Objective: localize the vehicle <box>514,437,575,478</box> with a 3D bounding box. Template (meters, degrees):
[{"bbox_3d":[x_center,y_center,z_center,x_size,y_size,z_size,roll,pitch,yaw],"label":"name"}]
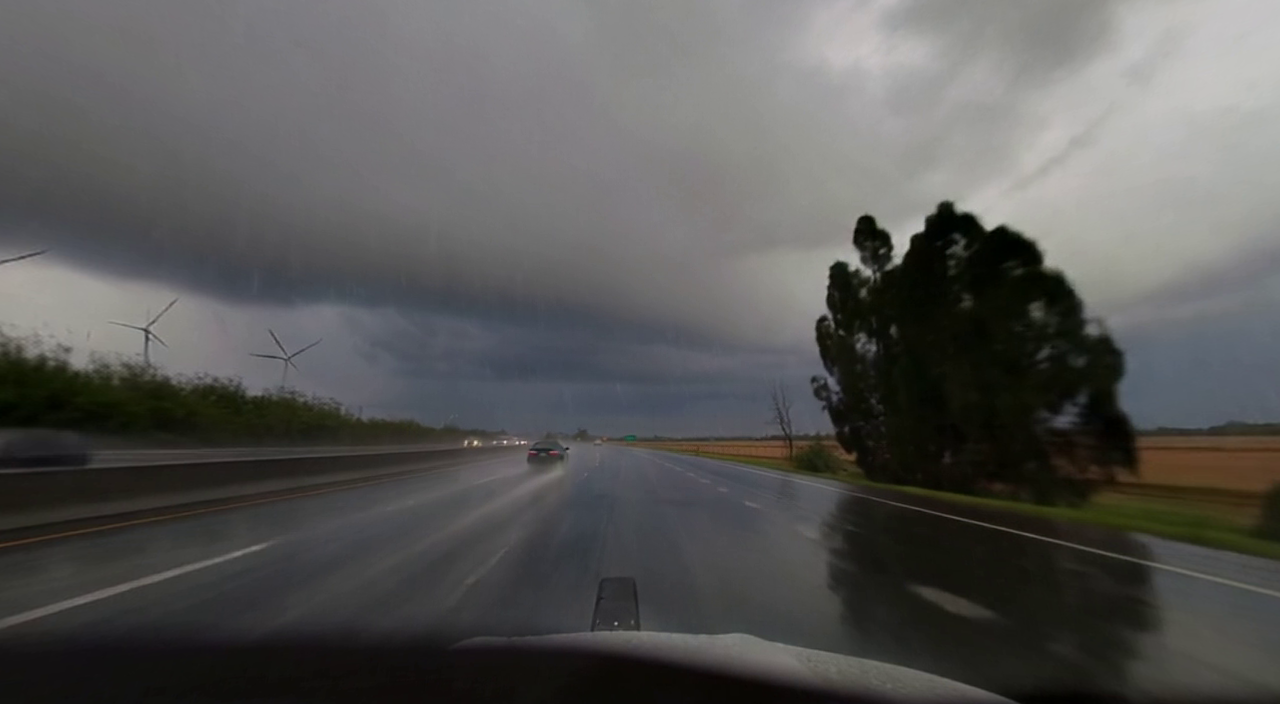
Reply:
[{"bbox_3d":[-3.956,4.430,26.786,2.053,1.549,4.097,0,-8,-2],"label":"vehicle"}]
